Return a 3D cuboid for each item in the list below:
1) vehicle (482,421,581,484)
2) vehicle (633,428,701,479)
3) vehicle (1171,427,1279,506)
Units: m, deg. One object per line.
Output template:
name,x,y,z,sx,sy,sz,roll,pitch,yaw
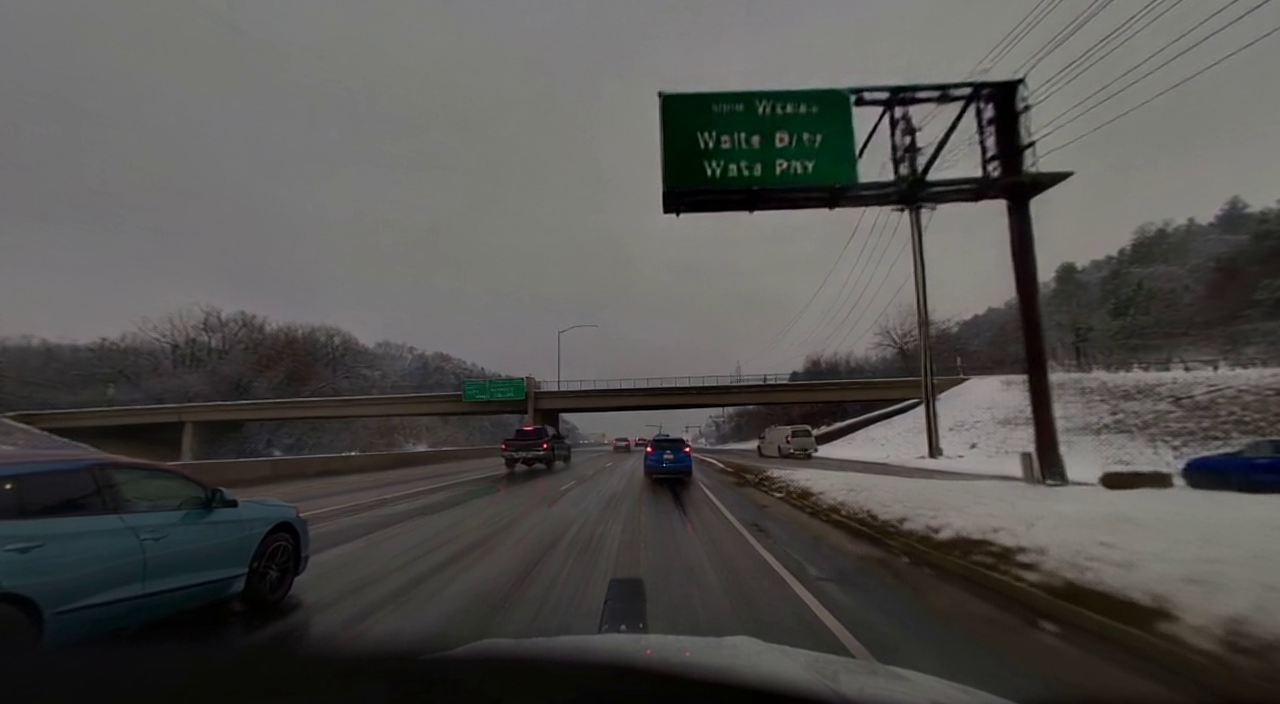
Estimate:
vehicle,-3.438,3.321,21.027,2.228,1.845,4.847,-1,-8,3
vehicle,0.900,3.604,22.564,2.193,1.651,3.946,0,-8,1
vehicle,16.907,2.871,15.883,2.059,1.938,4.793,4,-9,-26
